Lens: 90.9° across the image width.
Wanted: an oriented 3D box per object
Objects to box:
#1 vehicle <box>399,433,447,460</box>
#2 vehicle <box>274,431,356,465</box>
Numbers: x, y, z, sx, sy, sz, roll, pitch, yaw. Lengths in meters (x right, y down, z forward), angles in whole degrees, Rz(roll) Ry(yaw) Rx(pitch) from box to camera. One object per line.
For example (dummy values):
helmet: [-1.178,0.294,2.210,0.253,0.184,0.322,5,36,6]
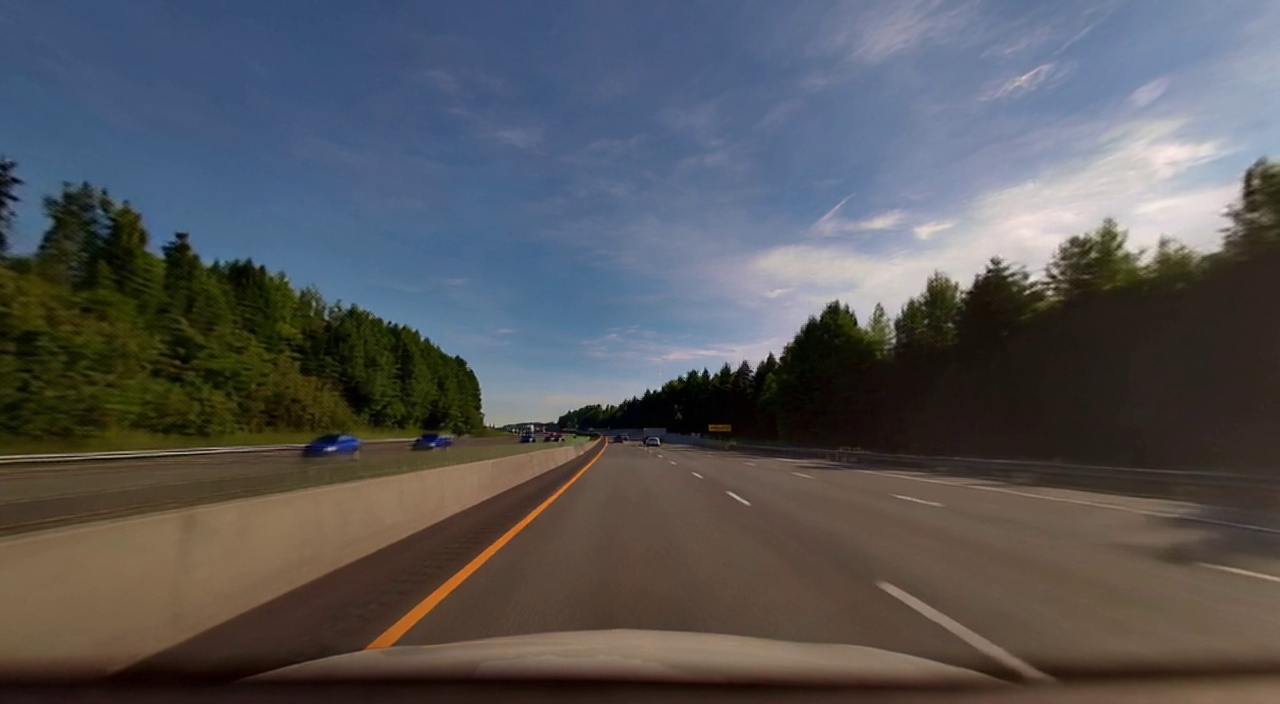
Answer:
vehicle: [-13.288,5.800,38.805,1.781,1.557,3.545,0,-8,-1]
vehicle: [-16.765,4.961,32.780,1.982,1.617,4.393,0,-8,-1]
